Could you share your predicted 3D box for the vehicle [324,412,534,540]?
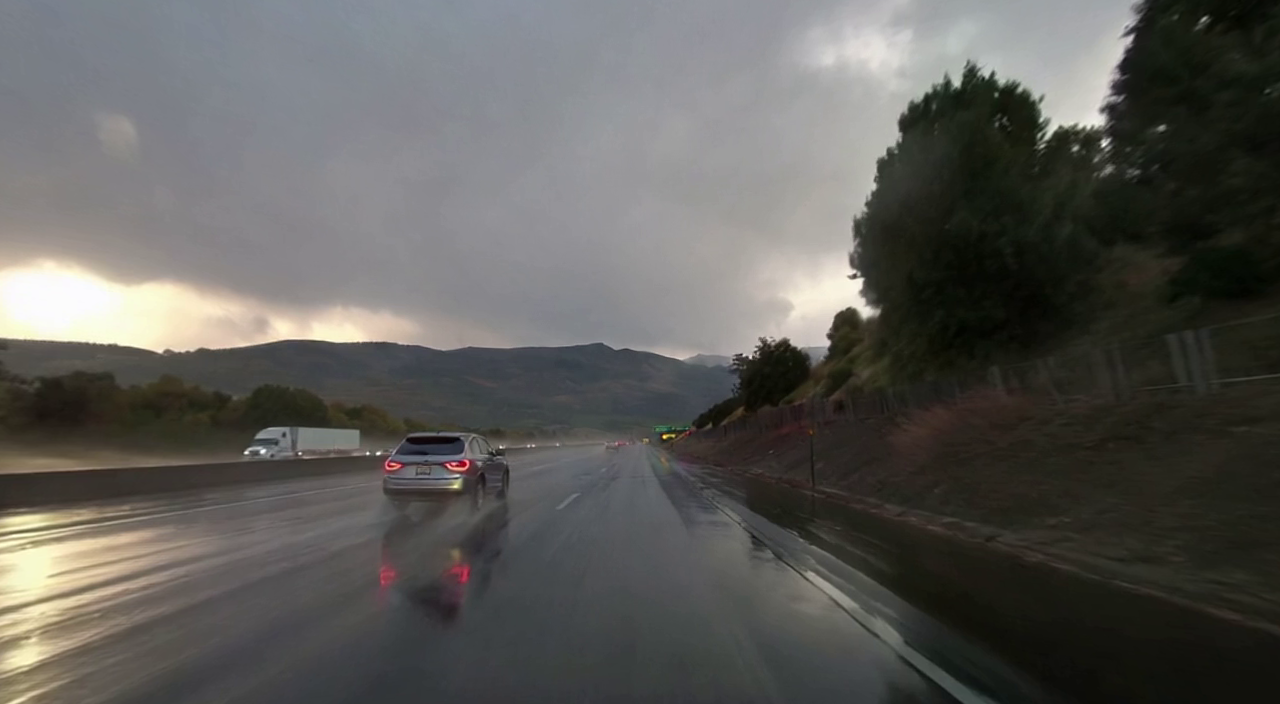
[{"bbox_3d":[-3.337,2.073,11.193,2.029,1.753,4.718,0,-8,1],"label":"vehicle"}]
